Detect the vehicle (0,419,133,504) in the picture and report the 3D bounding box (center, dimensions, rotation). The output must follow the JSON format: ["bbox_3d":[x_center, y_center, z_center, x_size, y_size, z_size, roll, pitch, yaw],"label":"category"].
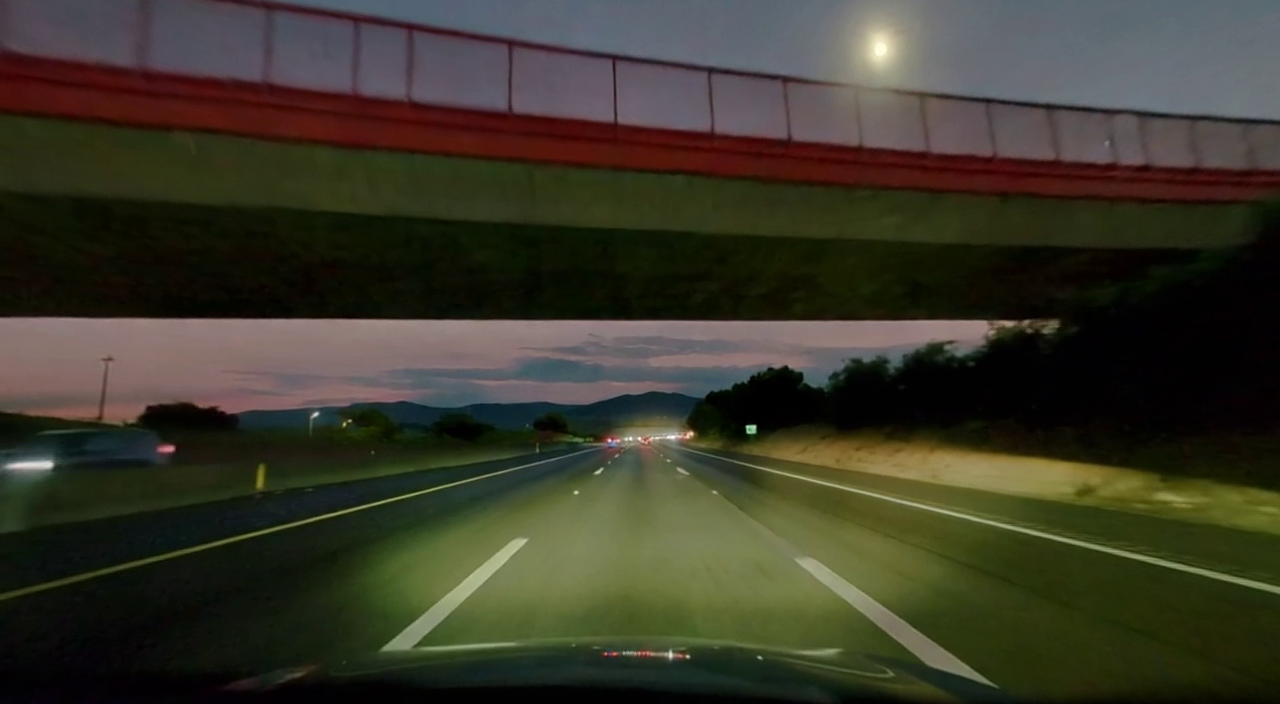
[{"bbox_3d":[-15.675,2.688,15.740,2.067,1.946,4.734,0,-8,0],"label":"vehicle"}]
